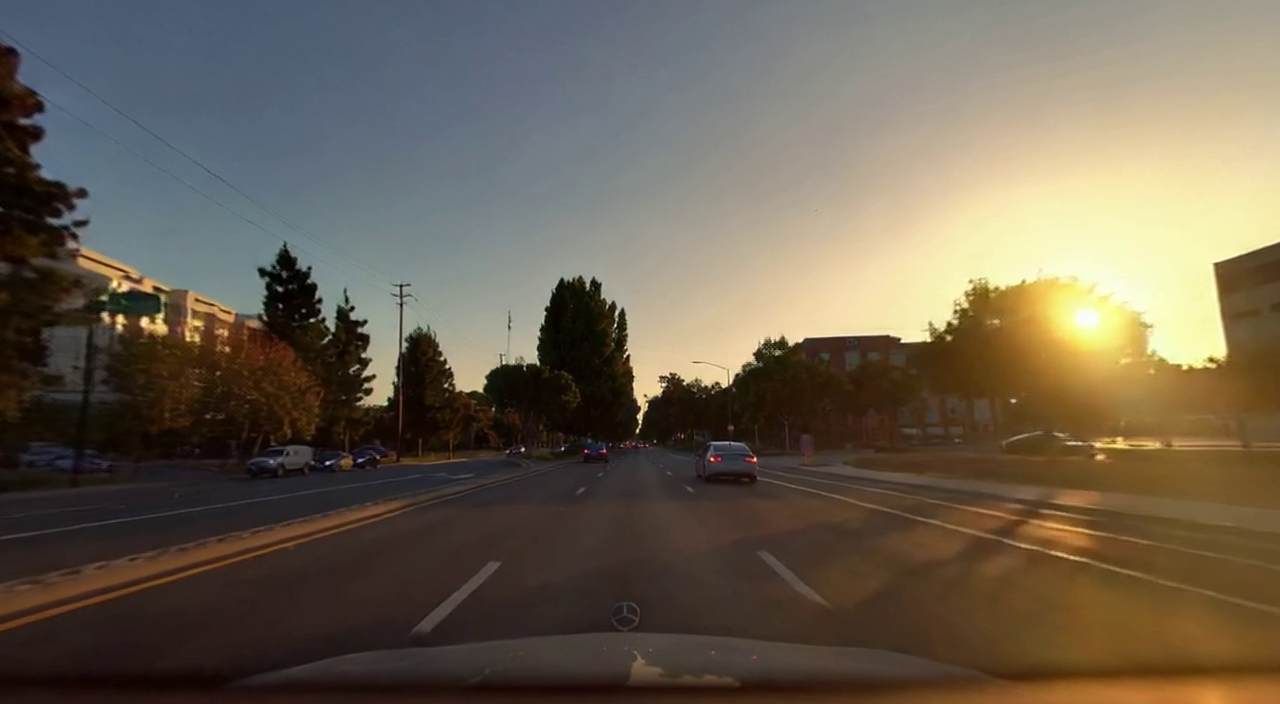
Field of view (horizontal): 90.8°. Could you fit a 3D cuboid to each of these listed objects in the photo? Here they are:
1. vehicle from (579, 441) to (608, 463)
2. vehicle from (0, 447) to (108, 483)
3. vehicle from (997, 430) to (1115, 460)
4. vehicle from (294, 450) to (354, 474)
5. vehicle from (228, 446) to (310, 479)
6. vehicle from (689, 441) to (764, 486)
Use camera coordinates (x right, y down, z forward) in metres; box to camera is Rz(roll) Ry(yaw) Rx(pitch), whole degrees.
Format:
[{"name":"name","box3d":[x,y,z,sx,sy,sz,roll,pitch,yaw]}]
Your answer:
[{"name":"vehicle","box3d":[-3.552,7.671,48.592,1.935,1.617,4.045,0,-8,0]},{"name":"vehicle","box3d":[-29.872,5.713,32.136,3.855,1.693,1.875,-1,-8,1]},{"name":"vehicle","box3d":[21.805,4.890,33.239,4.748,1.451,2.089,0,-8,-1]},{"name":"vehicle","box3d":[-22.438,7.820,45.099,1.865,1.507,4.631,0,-8,0]},{"name":"vehicle","box3d":[-22.422,6.648,38.473,2.139,1.833,4.686,0,-8,0]},{"name":"vehicle","box3d":[2.997,3.941,22.743,1.966,1.449,4.290,0,-8,-2]}]
